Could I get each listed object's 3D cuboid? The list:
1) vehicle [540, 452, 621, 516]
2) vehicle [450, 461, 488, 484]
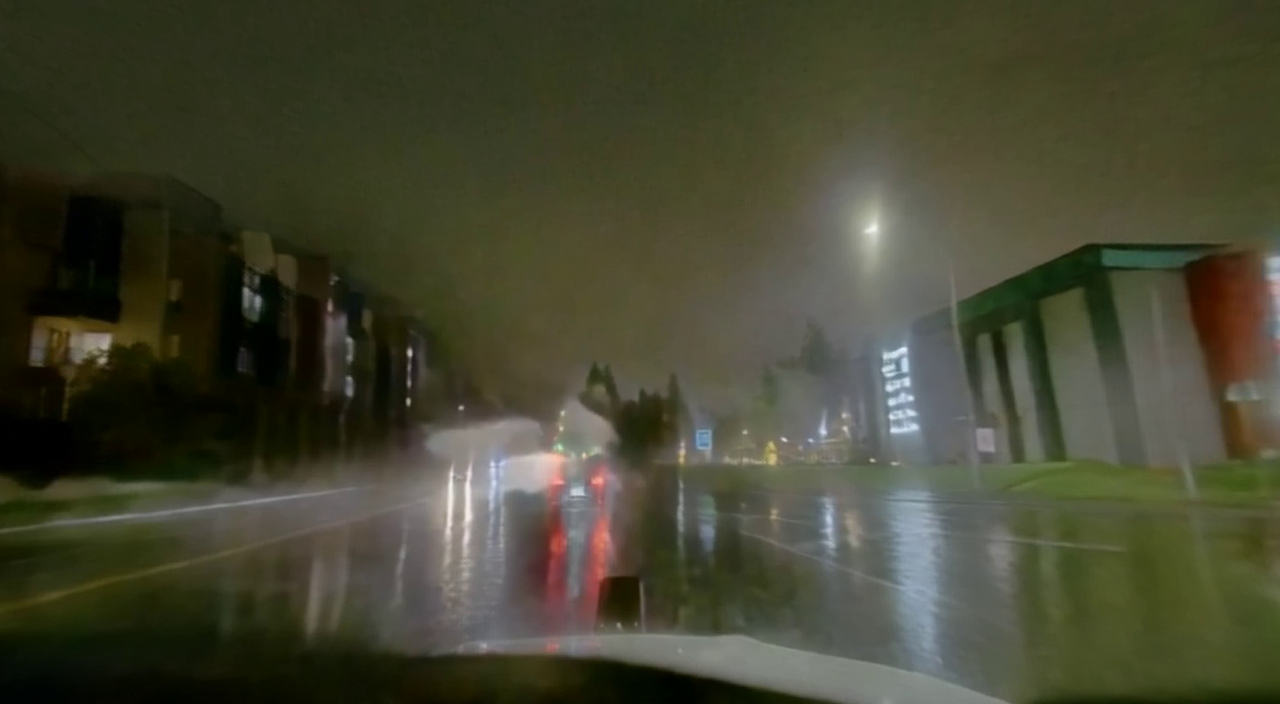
[{"bbox_3d":[-1.790,3.614,17.619,2.014,1.525,3.670,0,-9,-9],"label":"vehicle"},{"bbox_3d":[-12.881,9.077,47.444,2.018,1.498,4.168,0,-9,-6],"label":"vehicle"}]
